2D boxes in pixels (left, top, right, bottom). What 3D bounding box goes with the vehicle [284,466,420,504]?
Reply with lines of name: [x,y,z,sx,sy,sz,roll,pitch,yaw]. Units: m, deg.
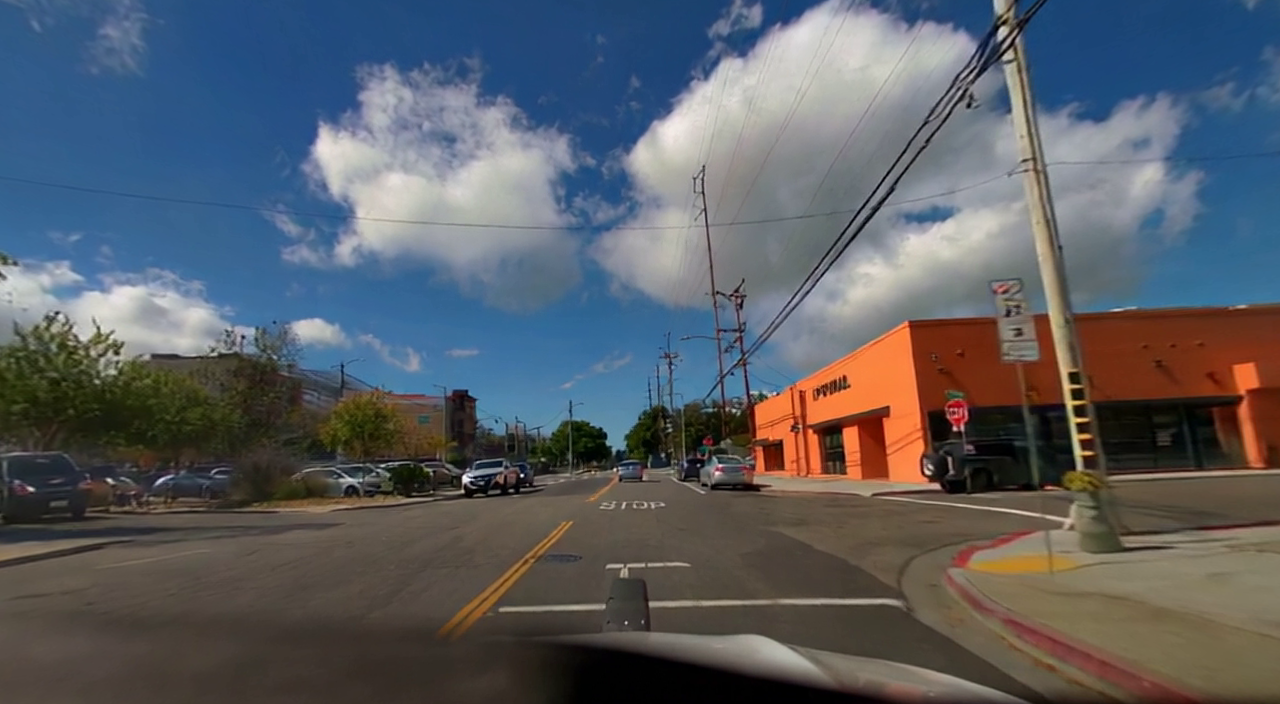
vehicle: [-12.433,5.762,27.482,4.968,1.493,1.961,1,-9,-4]

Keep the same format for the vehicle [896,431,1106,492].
vehicle: [10.863,3.307,19.191,5.255,1.688,1.994,1,-9,-6]

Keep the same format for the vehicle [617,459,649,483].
vehicle: [-0.534,8.160,43.495,2.033,1.464,4.645,0,-9,-3]

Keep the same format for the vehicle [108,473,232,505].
vehicle: [-23.938,6.992,32.263,4.660,1.488,1.930,0,-9,-3]

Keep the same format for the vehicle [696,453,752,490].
vehicle: [3.593,5.187,27.660,1.840,1.452,4.517,0,-9,0]

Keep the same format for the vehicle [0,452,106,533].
vehicle: [-14.068,3.192,14.876,2.010,1.630,4.139,8,-12,-40]

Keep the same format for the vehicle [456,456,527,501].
vehicle: [-6.496,5.571,28.226,2.146,1.775,5.117,0,-9,-2]

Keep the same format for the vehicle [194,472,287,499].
vehicle: [-23.923,8.016,37.873,4.276,1.452,1.803,1,-9,-4]
